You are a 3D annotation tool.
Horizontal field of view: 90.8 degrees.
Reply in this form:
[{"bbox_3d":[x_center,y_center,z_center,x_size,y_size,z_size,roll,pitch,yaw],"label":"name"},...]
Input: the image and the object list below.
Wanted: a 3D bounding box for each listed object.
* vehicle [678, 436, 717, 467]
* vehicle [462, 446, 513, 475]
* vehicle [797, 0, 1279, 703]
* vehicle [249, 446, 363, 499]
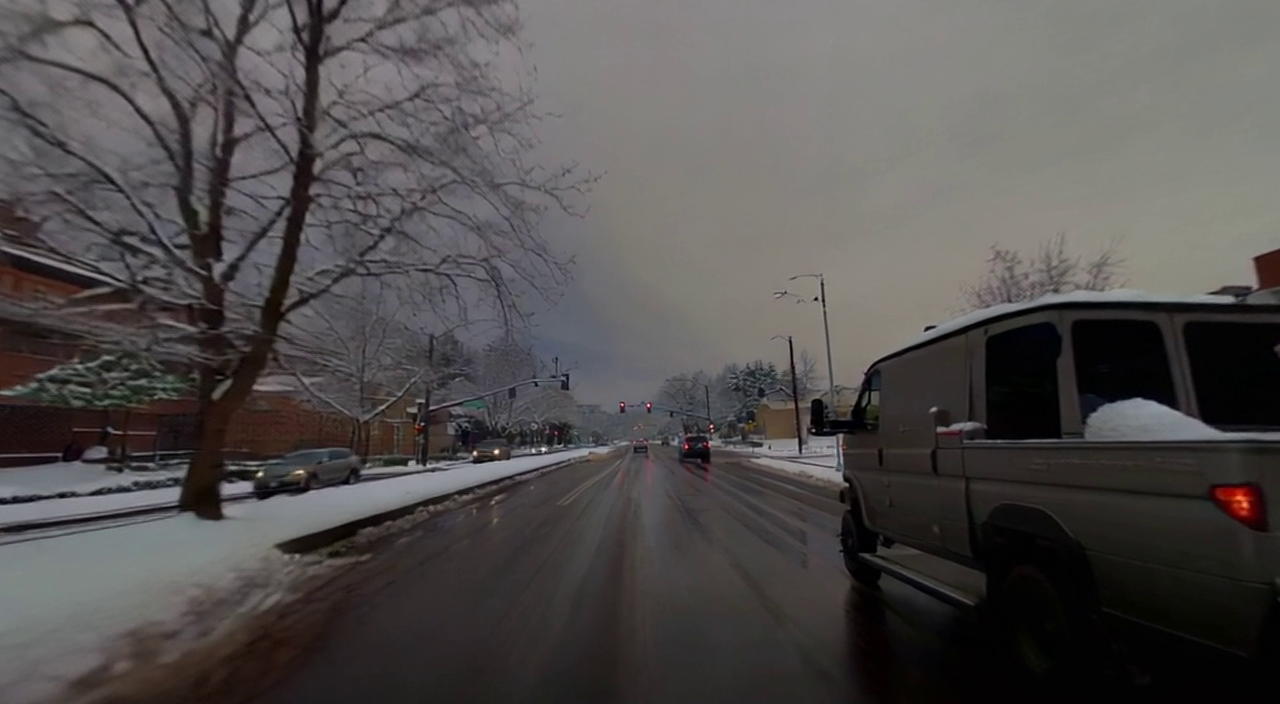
[{"bbox_3d":[3.771,6.617,42.142,2.099,1.936,4.575,0,-8,-1],"label":"vehicle"},{"bbox_3d":[-10.004,7.140,41.784,2.152,1.748,4.577,0,-8,1],"label":"vehicle"},{"bbox_3d":[3.610,0.454,4.956,2.867,3.402,7.137,0,-8,0],"label":"vehicle"},{"bbox_3d":[-13.687,4.914,26.260,2.140,1.961,4.641,0,-8,0],"label":"vehicle"}]
